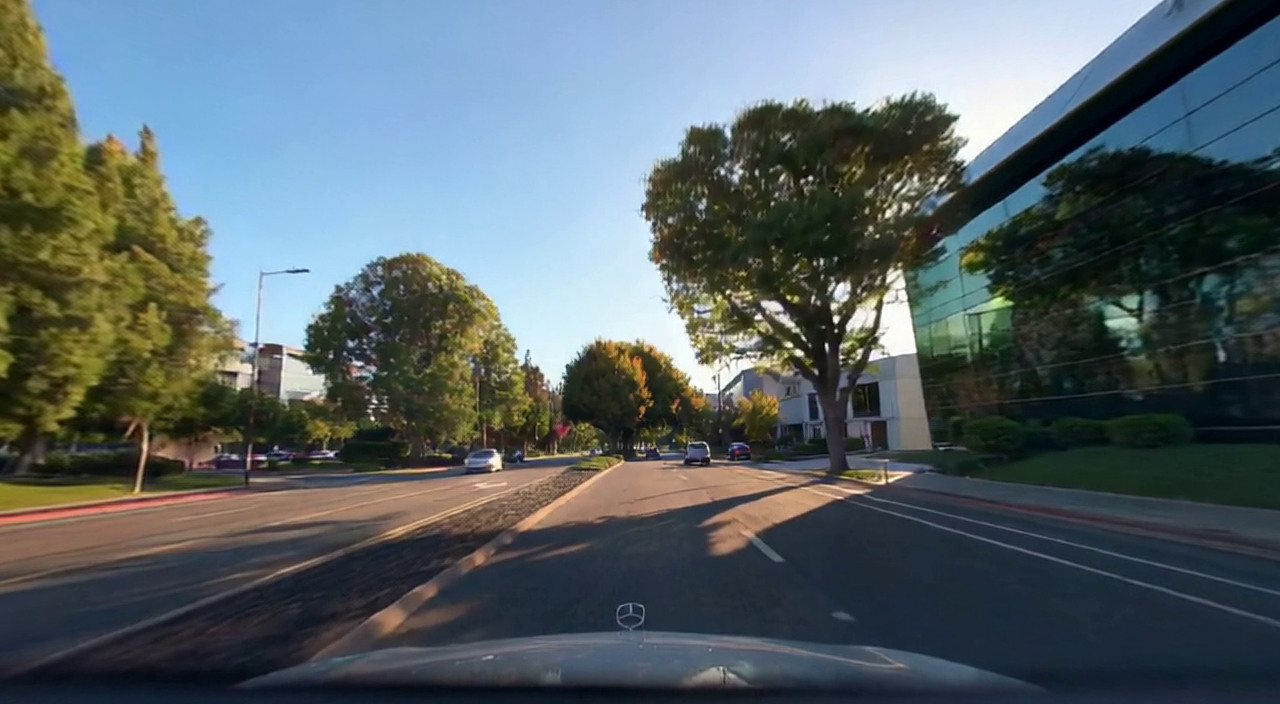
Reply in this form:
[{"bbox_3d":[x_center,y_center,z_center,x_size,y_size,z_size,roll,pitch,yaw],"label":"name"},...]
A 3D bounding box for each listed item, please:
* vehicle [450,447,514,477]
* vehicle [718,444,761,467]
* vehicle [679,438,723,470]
[{"bbox_3d":[-8.427,5.917,34.133,2.283,1.509,4.272,0,-9,1],"label":"vehicle"},{"bbox_3d":[6.725,7.029,43.051,2.100,1.491,4.563,0,-9,-1],"label":"vehicle"},{"bbox_3d":[3.558,6.090,37.770,2.143,1.759,4.378,0,-9,-1],"label":"vehicle"}]
